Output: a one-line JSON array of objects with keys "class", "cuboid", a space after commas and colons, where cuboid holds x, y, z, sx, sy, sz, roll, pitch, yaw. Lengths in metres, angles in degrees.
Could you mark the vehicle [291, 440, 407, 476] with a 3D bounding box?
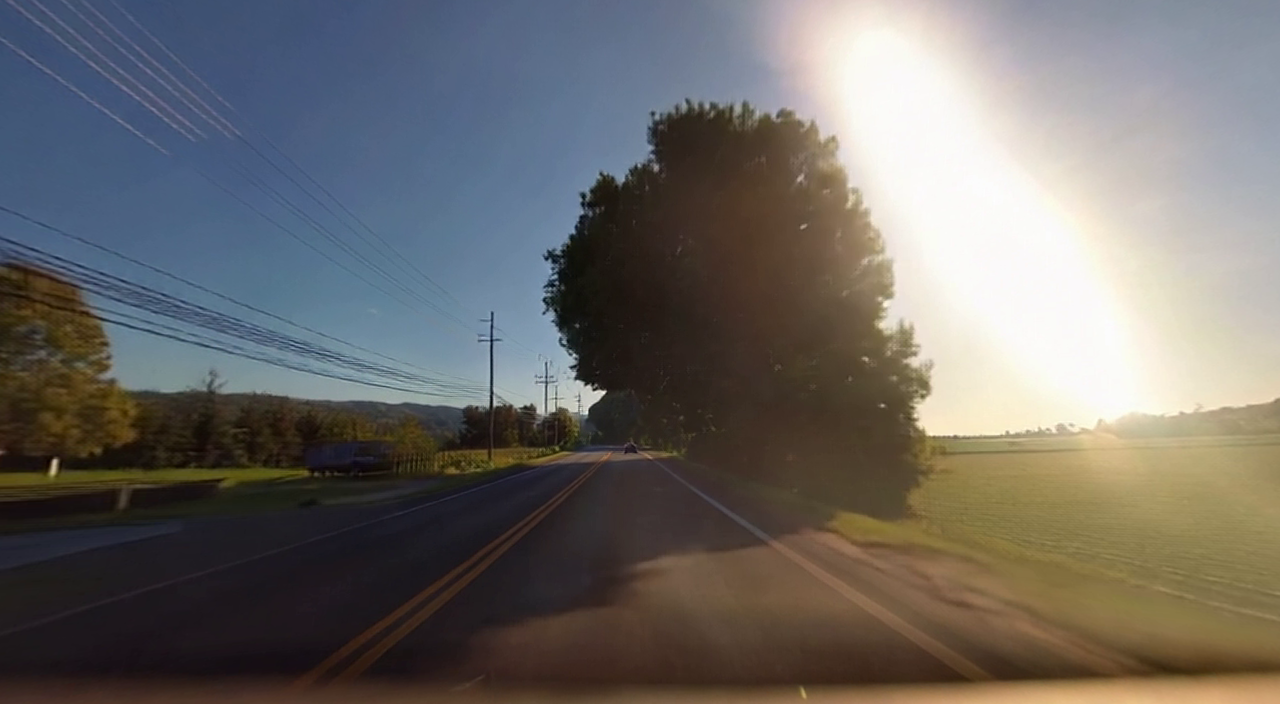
[{"class": "vehicle", "cuboid": [-14.905, 5.451, 32.476, 4.894, 1.774, 2.150, 0, -8, 1]}]
